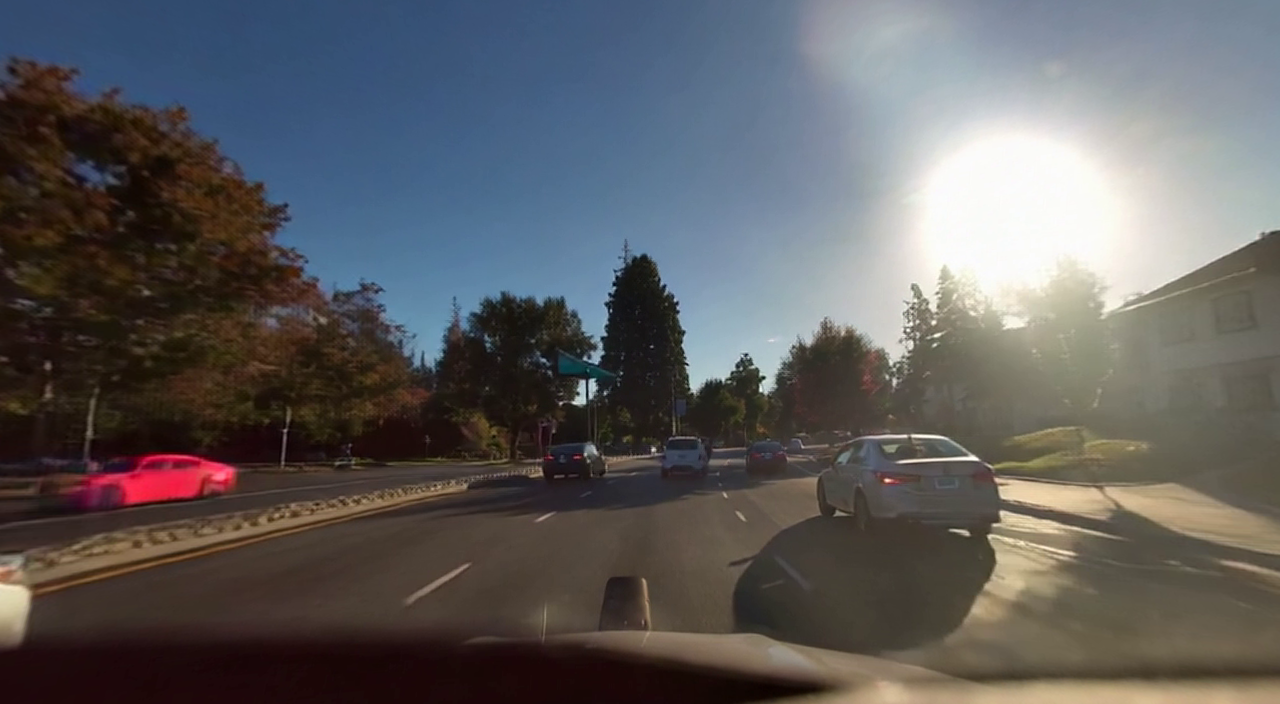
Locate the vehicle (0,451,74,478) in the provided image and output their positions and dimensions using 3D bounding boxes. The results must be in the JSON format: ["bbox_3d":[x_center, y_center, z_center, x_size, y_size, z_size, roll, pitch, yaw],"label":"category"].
[{"bbox_3d":[-37.080,6.766,37.941,4.101,1.535,2.002,0,-8,2],"label":"vehicle"}]

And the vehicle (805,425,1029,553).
[{"bbox_3d":[3.843,1.943,9.478,1.859,1.540,3.454,-1,-9,2],"label":"vehicle"}]

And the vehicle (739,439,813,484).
[{"bbox_3d":[4.896,3.990,23.270,2.117,1.472,4.158,-1,-9,5],"label":"vehicle"}]

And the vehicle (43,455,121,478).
[{"bbox_3d":[-35.969,7.384,40.660,3.413,1.370,1.645,-1,-9,2],"label":"vehicle"}]

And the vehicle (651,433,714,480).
[{"bbox_3d":[1.870,4.339,26.313,2.250,1.768,4.574,-2,-9,8],"label":"vehicle"}]

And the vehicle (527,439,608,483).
[{"bbox_3d":[-2.581,4.053,23.677,2.006,1.464,4.586,-1,-9,7],"label":"vehicle"}]

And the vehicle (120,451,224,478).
[{"bbox_3d":[-27.496,6.598,37.197,1.816,1.459,4.453,-5,-10,30],"label":"vehicle"}]
